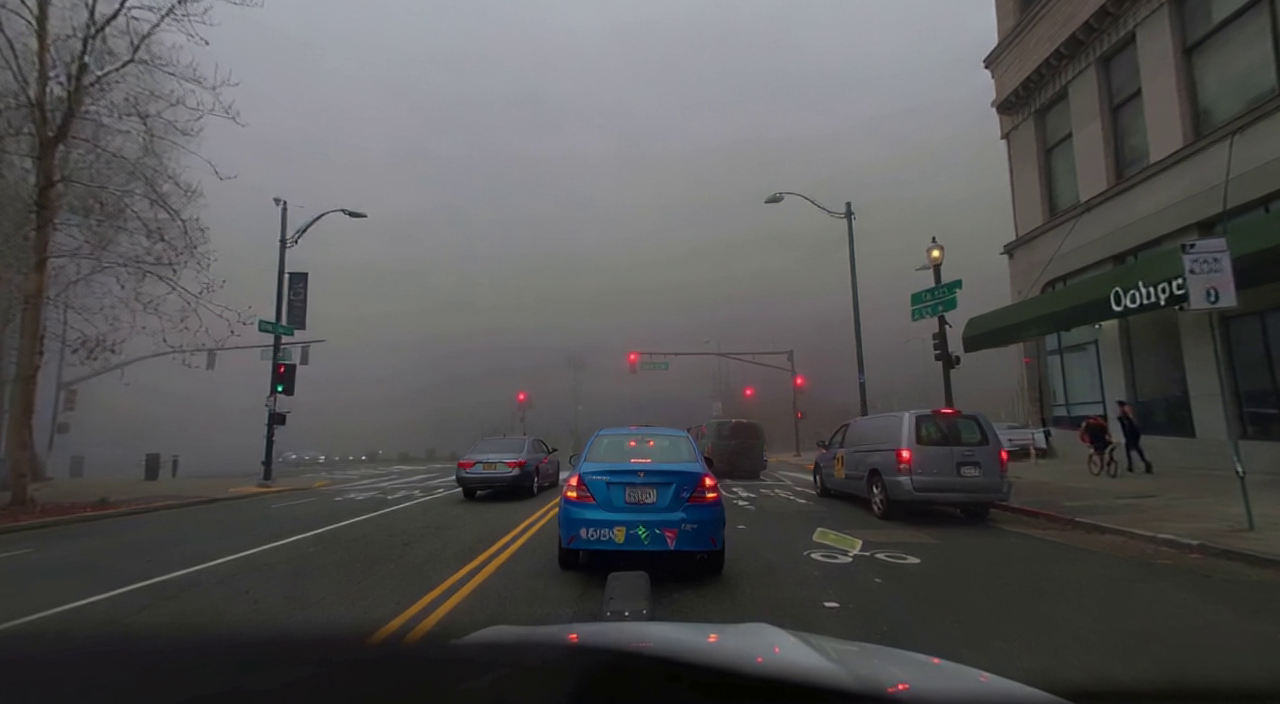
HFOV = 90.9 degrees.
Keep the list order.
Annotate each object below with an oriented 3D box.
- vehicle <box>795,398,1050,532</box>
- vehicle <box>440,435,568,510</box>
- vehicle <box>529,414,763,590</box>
[{"bbox_3d":[4.510,1.916,11.160,2.142,1.829,4.767,0,-9,-2],"label":"vehicle"},{"bbox_3d":[-2.949,2.728,14.789,2.039,1.452,4.489,0,-9,0],"label":"vehicle"},{"bbox_3d":[0.040,1.647,7.716,2.091,1.557,4.000,0,-9,0],"label":"vehicle"}]
